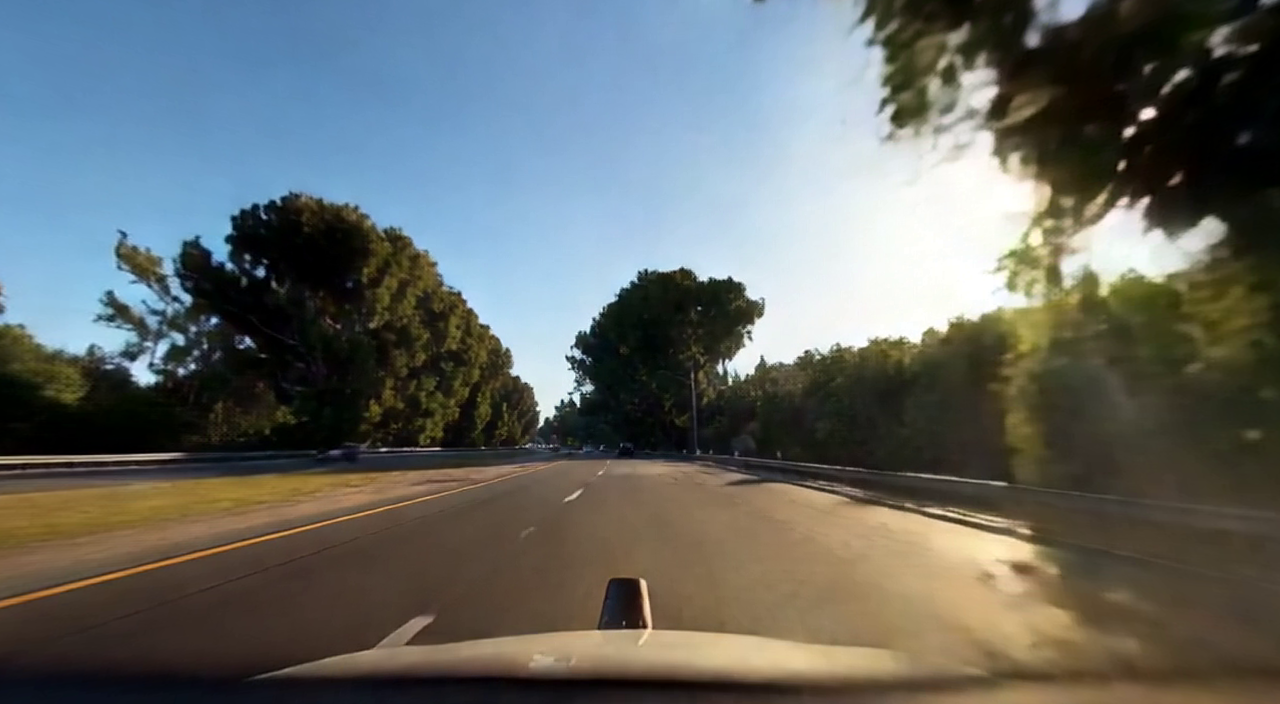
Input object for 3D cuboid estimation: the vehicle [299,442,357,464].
[{"bbox_3d":[-22.573,7.308,45.820,2.002,1.503,4.480,0,-9,-2],"label":"vehicle"}]
